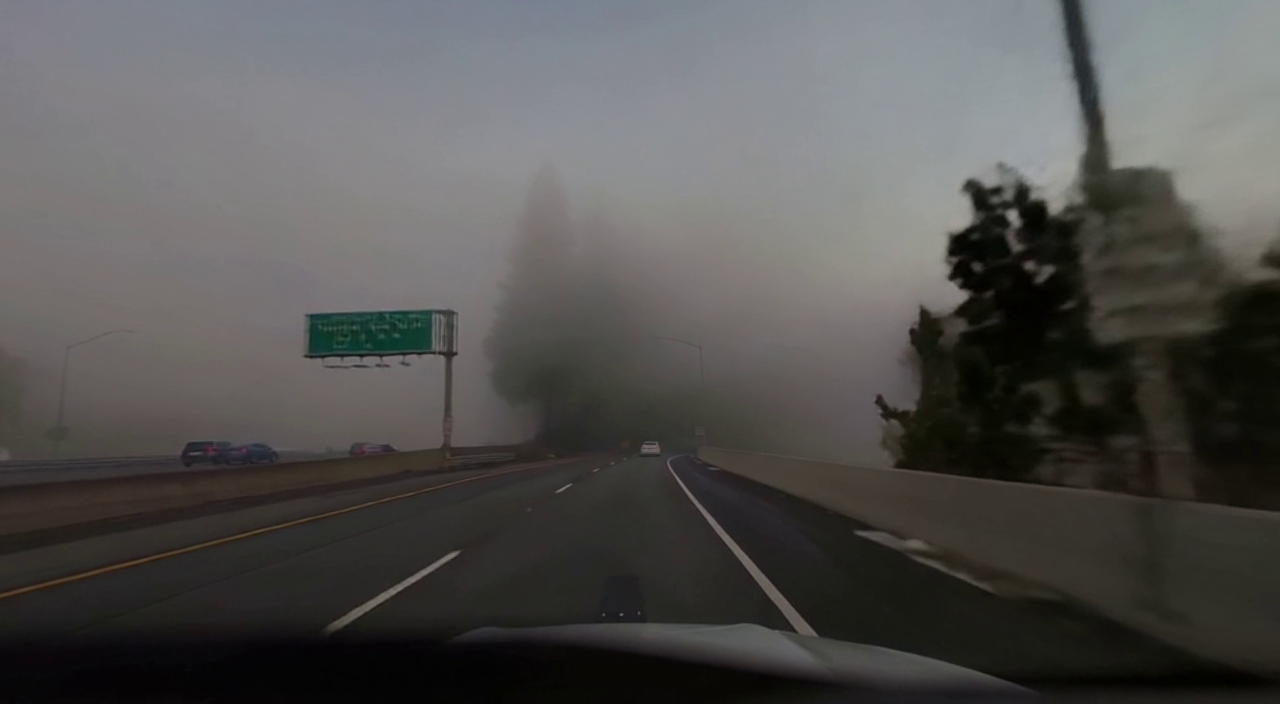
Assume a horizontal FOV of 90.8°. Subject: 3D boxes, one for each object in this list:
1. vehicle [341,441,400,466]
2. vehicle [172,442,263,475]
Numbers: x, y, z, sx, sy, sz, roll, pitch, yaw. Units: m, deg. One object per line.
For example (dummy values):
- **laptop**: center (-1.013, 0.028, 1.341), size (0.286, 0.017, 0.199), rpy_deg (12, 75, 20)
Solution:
- **vehicle**: center (-17.375, 6.557, 40.934), size (2.271, 1.537, 4.029), rpy_deg (0, -8, -4)
- **vehicle**: center (-21.162, 5.303, 31.876), size (1.829, 1.520, 4.505), rpy_deg (0, -8, -6)
